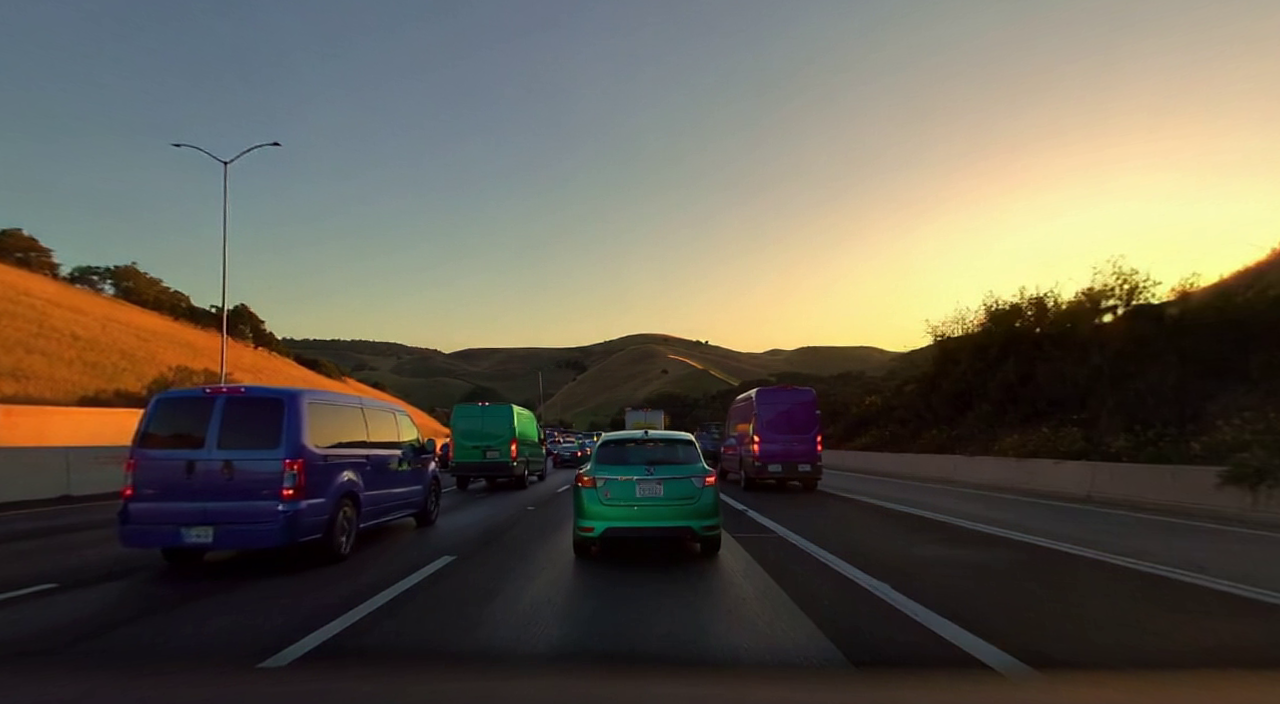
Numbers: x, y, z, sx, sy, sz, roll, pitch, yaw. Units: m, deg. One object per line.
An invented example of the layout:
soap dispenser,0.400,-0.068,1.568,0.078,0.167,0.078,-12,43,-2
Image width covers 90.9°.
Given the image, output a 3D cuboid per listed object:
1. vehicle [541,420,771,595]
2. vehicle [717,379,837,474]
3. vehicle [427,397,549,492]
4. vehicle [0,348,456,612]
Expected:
vehicle,0.093,1.652,7.550,2.003,1.499,3.930,0,-8,-1
vehicle,6.319,3.848,31.520,2.977,3.878,11.111,0,-8,-3
vehicle,-4.472,2.890,19.736,2.300,2.522,5.701,0,-8,1
vehicle,-4.211,1.406,7.799,2.195,2.086,5.445,0,-8,0
